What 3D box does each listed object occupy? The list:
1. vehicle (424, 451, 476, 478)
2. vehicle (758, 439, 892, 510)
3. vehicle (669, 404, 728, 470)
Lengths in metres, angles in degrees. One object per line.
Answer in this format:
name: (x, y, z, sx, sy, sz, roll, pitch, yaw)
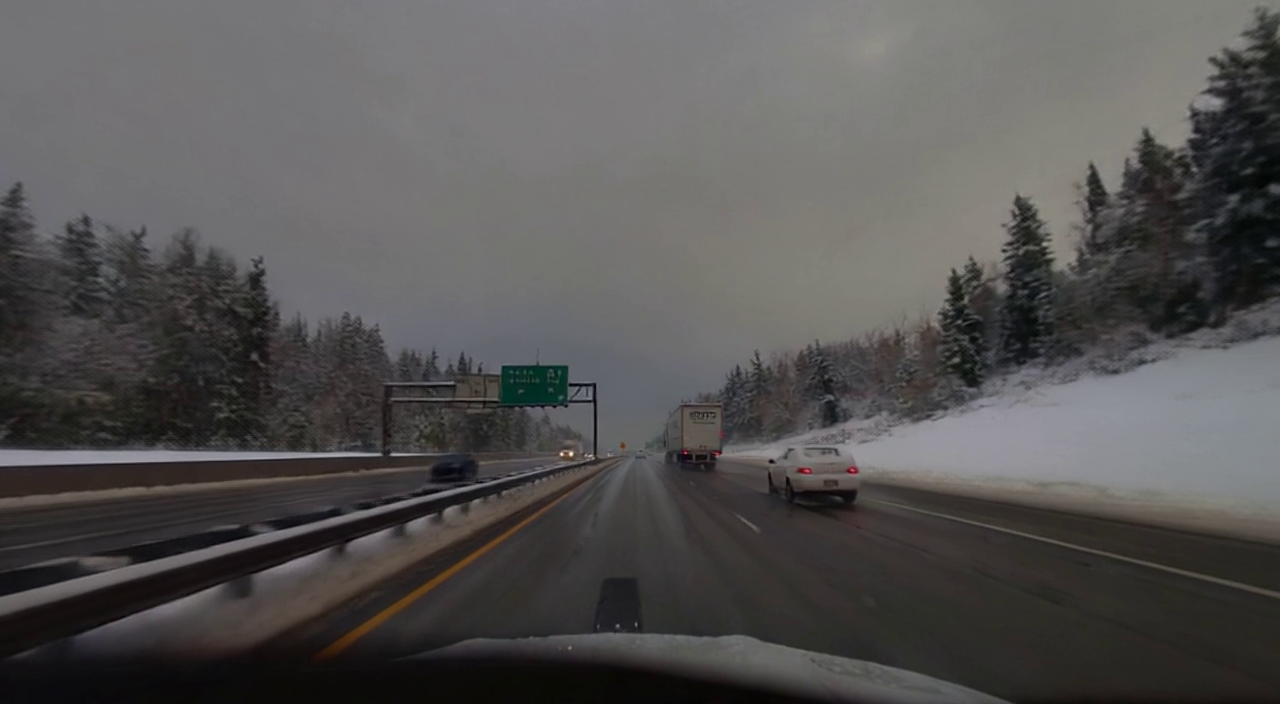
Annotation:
vehicle: (-11.443, 6.783, 38.146, 1.882, 1.546, 3.885, 0, -9, 1)
vehicle: (4.341, 2.936, 15.495, 1.917, 1.471, 4.149, 0, -9, -2)
vehicle: (3.952, 6.410, 46.343, 2.926, 4.060, 14.068, 0, -9, 0)
